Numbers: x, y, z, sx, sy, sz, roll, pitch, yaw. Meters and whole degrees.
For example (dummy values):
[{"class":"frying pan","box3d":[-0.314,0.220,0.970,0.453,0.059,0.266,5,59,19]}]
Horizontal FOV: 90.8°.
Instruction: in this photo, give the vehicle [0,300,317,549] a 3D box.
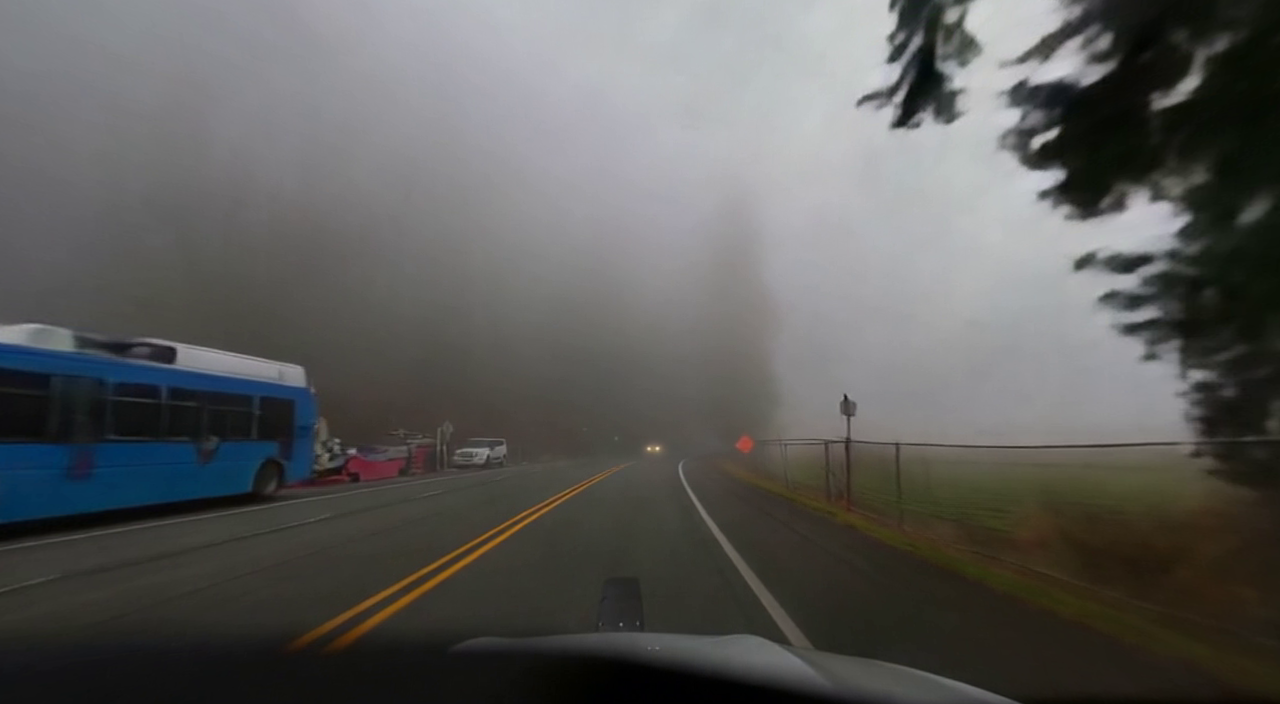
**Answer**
[{"class":"vehicle","box3d":[-10.693,1.440,11.602,3.092,3.562,12.230,-4,-7,1]}]

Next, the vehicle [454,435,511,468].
[{"class":"vehicle","box3d":[-10.775,6.819,43.706,2.244,2.022,6.102,-3,-8,1]}]
